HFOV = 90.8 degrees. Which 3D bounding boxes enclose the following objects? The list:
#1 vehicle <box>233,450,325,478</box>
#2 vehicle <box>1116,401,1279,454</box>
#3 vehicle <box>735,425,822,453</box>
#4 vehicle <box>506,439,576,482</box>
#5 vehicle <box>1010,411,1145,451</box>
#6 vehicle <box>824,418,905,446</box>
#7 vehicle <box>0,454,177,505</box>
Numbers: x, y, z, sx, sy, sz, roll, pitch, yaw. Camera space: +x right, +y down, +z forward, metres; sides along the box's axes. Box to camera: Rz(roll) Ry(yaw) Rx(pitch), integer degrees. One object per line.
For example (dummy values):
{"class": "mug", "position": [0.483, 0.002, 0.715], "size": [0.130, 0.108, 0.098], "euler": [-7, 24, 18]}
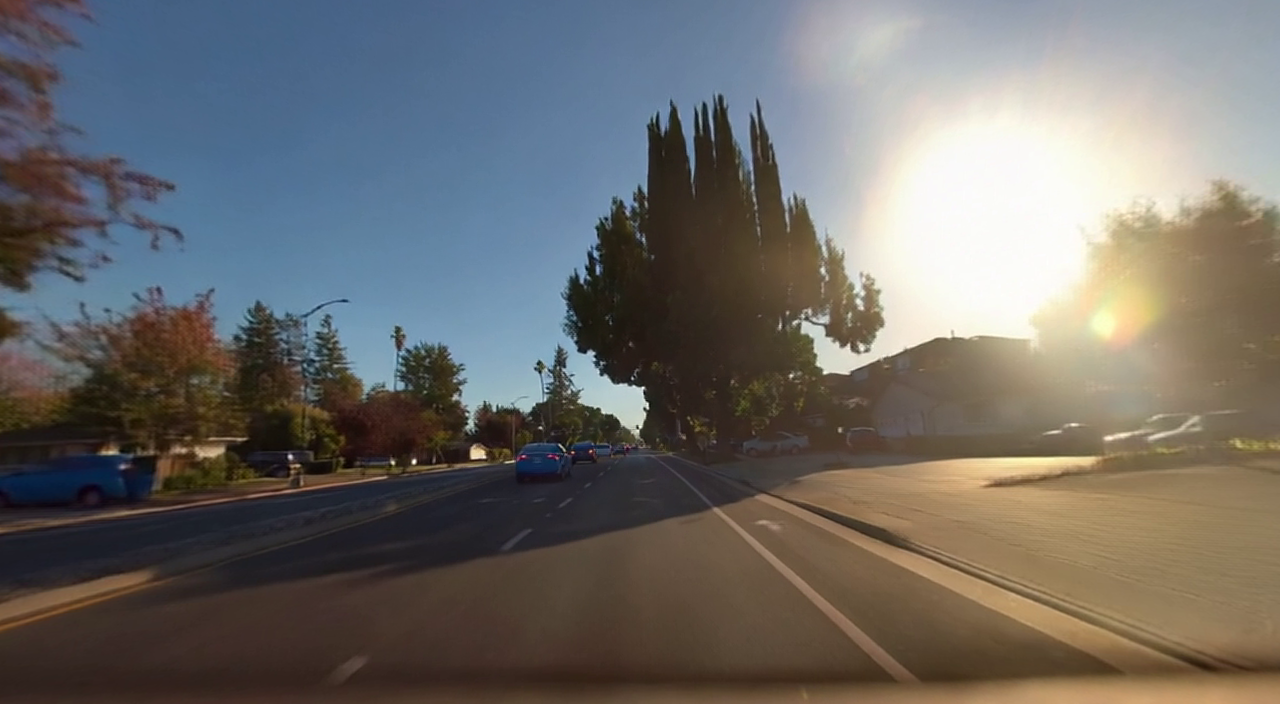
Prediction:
{"class": "vehicle", "position": [-24.309, 7.560, 42.711], "size": [4.922, 1.766, 1.998], "euler": [0, -8, -4]}
{"class": "vehicle", "position": [17.178, 2.353, 19.165], "size": [1.784, 1.411, 4.402], "euler": [0, -8, -5]}
{"class": "vehicle", "position": [10.458, 6.613, 48.094], "size": [6.098, 2.021, 2.524], "euler": [0, -8, 1]}
{"class": "vehicle", "position": [-3.718, 4.165, 24.557], "size": [2.030, 1.467, 4.251], "euler": [0, -8, 0]}
{"class": "vehicle", "position": [19.997, 3.644, 29.010], "size": [4.605, 1.480, 1.994], "euler": [-4, -7, 1]}
{"class": "vehicle", "position": [15.714, 5.679, 44.451], "size": [4.858, 1.831, 2.101], "euler": [1, -9, -2]}
{"class": "vehicle", "position": [-20.818, 4.784, 23.875], "size": [4.866, 1.749, 2.158], "euler": [0, -8, 1]}
